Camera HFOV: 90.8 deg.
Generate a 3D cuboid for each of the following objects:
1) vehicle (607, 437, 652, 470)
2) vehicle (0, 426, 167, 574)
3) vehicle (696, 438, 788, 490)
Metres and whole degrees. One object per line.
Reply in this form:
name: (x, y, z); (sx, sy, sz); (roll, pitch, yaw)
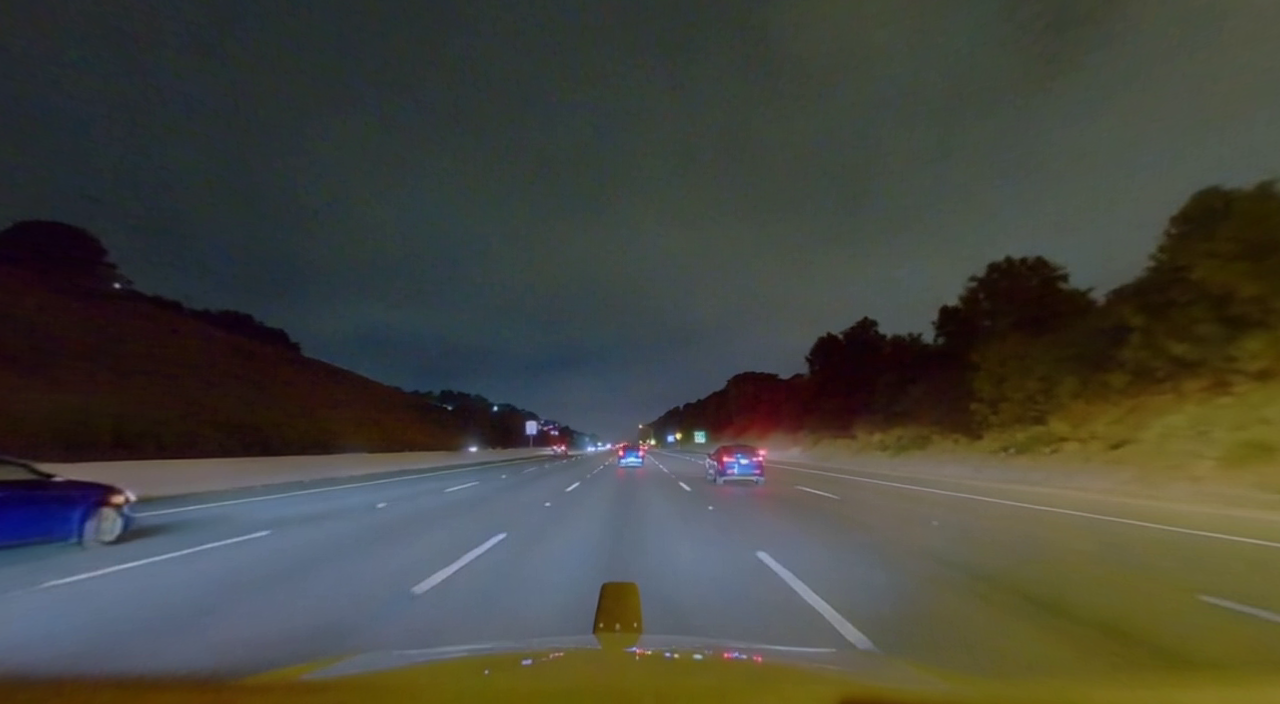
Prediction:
vehicle: (-0.554, 5.503, 34.517); (2.277, 1.675, 4.023); (0, -8, 0)
vehicle: (-7.558, 1.499, 6.312); (1.922, 1.508, 4.816); (0, -8, 0)
vehicle: (3.199, 3.632, 20.874); (2.120, 1.492, 4.734); (0, -8, -1)
